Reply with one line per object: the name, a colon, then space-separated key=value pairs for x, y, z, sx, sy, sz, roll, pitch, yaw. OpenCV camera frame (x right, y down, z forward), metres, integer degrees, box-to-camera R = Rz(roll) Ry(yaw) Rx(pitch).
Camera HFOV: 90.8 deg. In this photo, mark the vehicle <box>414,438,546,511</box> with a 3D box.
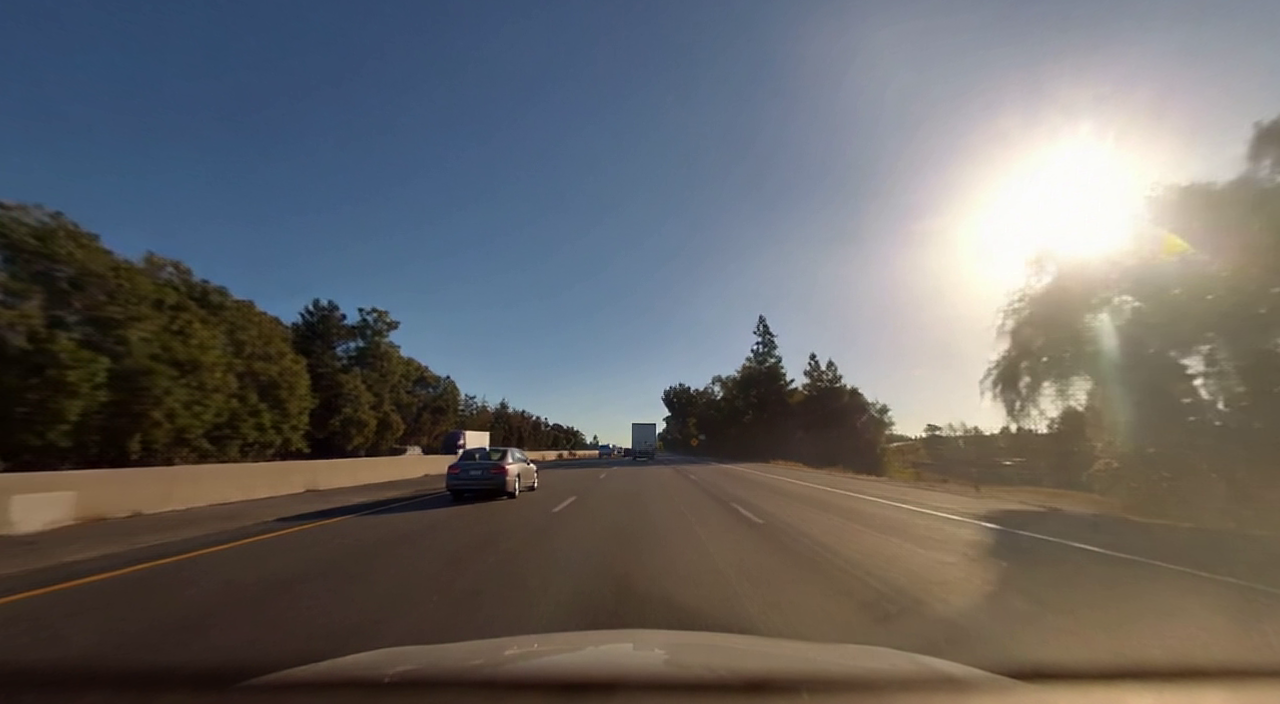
vehicle: x=-3.811 y=3.017 z=16.068 sx=1.999 sy=1.533 sz=4.870 roll=-1 pitch=-9 yaw=1
